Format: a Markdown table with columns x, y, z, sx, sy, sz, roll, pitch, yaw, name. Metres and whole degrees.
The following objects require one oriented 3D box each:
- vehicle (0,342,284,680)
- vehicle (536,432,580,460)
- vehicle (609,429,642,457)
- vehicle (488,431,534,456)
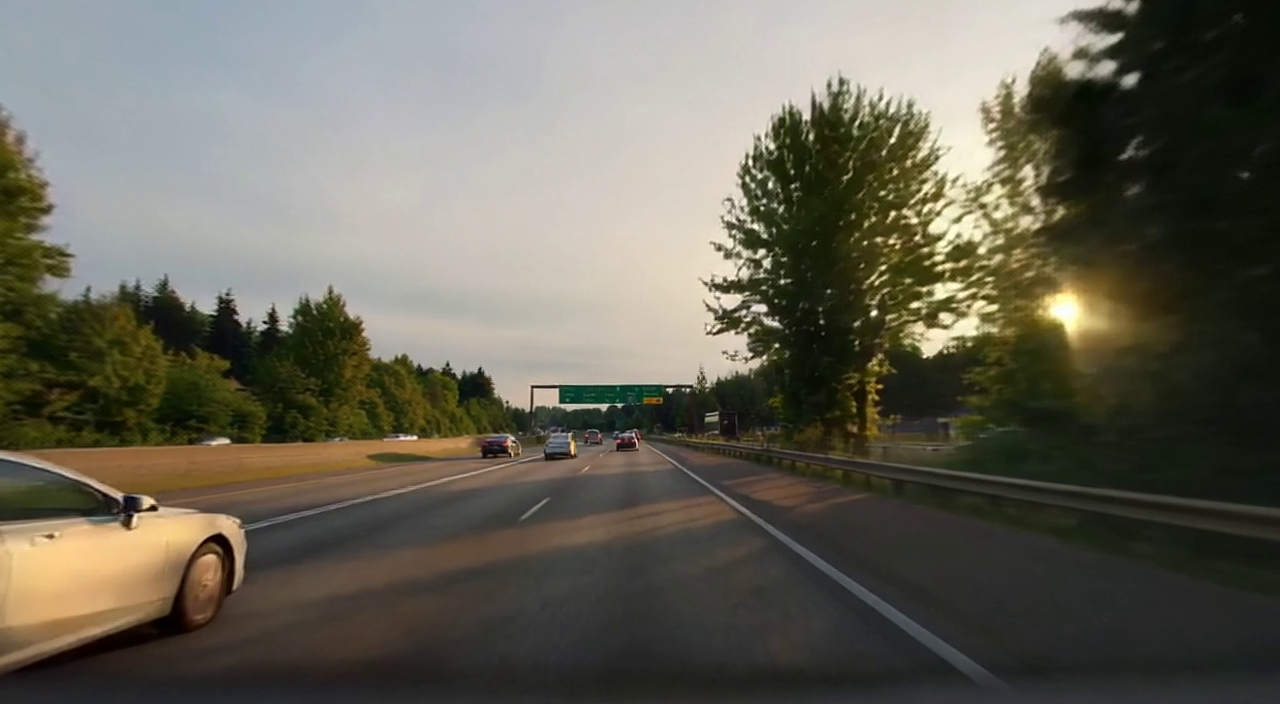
| x | y | z | sx | sy | sz | roll | pitch | yaw | name |
| --- | --- | --- | --- | --- | --- | --- | --- | --- | --- |
| -4.480 | 0.939 | 3.955 | 1.971 | 1.822 | 4.366 | 0 | -7 | -1 | vehicle |
| -4.448 | 5.176 | 34.749 | 1.909 | 1.445 | 4.087 | 0 | -7 | 0 | vehicle |
| -0.880 | 5.731 | 39.743 | 2.002 | 1.611 | 3.778 | 0 | -7 | -1 | vehicle |
| -8.348 | 5.967 | 41.056 | 1.953 | 1.524 | 4.863 | 0 | -7 | 0 | vehicle |
